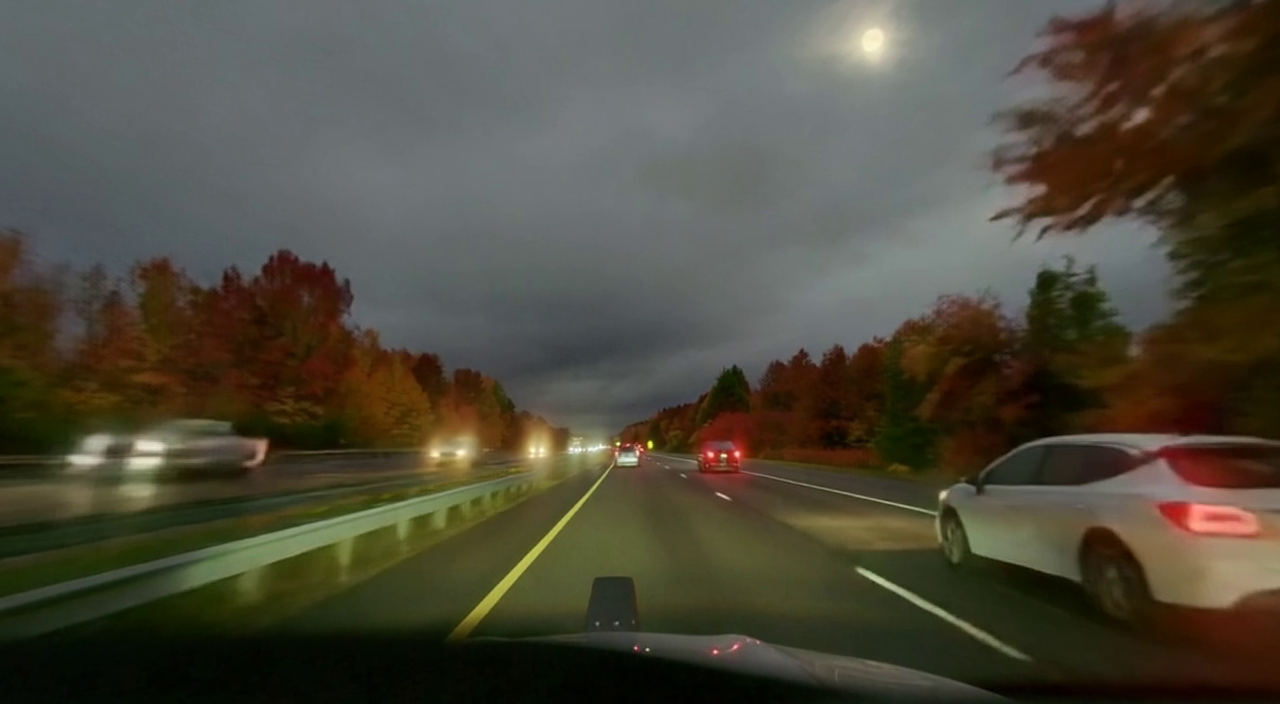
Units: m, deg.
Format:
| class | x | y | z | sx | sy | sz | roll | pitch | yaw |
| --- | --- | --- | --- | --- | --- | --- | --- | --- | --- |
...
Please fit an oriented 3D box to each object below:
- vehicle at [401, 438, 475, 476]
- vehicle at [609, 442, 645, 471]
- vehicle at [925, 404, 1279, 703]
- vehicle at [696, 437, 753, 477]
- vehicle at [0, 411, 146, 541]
| class | x | y | z | sx | sy | sz | roll | pitch | yaw |
| --- | --- | --- | --- | --- | --- | --- | --- | --- | --- |
| vehicle | -8.686 | 4.565 | 27.325 | 1.938 | 1.501 | 3.908 | -1 | -9 | 0 |
| vehicle | -0.810 | 6.675 | 40.150 | 2.151 | 1.693 | 4.201 | 0 | -9 | -1 |
| vehicle | 4.116 | 1.281 | 4.808 | 1.968 | 1.513 | 3.911 | 0 | -9 | 0 |
| vehicle | 3.881 | 4.913 | 29.528 | 1.982 | 1.745 | 4.151 | 0 | -9 | -1 |
| vehicle | -8.314 | 1.463 | 7.366 | 1.840 | 1.487 | 3.872 | 0 | -9 | 0 |
